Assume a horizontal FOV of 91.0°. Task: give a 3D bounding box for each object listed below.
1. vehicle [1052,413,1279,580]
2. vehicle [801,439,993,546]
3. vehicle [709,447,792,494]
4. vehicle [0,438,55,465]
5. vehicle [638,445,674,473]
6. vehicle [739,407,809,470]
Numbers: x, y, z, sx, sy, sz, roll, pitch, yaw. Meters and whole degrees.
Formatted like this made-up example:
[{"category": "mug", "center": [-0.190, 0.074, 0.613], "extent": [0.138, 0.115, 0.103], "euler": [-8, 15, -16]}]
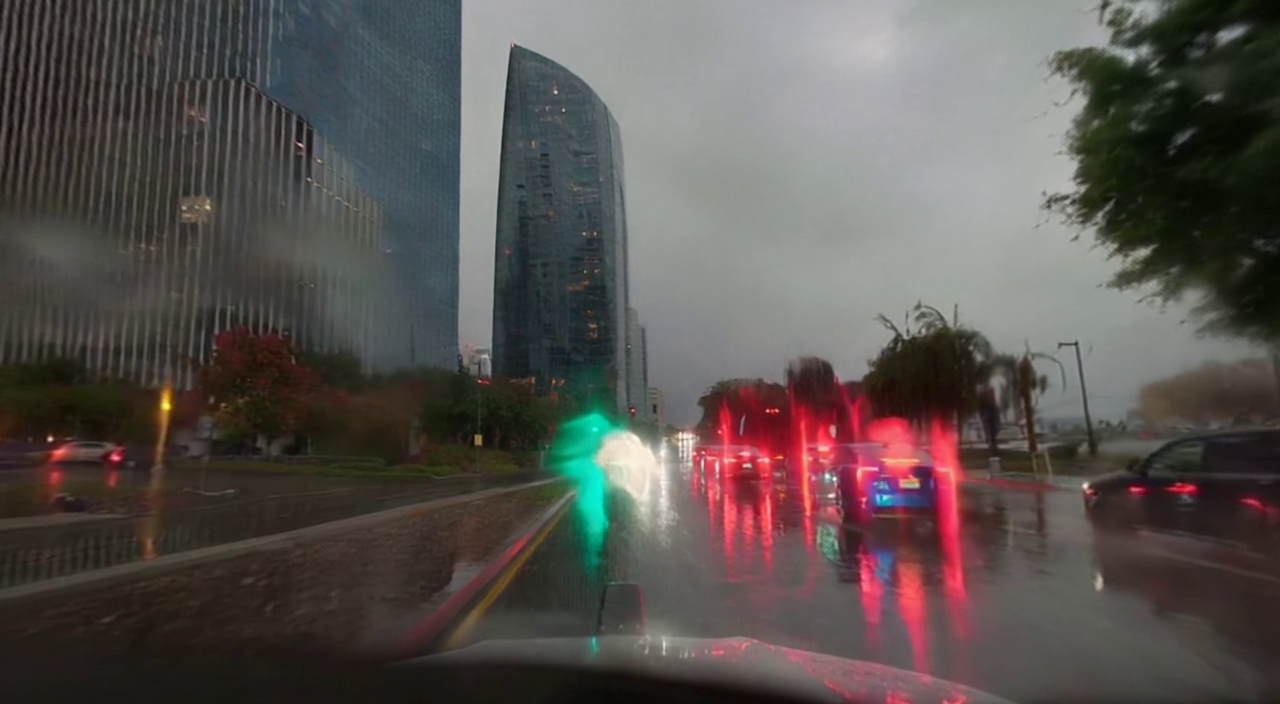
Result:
[{"category": "vehicle", "center": [7.775, 1.646, 7.462], "extent": [2.138, 1.738, 5.088], "euler": [1, -9, -3]}, {"category": "vehicle", "center": [4.588, 2.534, 12.209], "extent": [2.089, 1.609, 4.922], "euler": [-1, -9, 6]}, {"category": "vehicle", "center": [3.946, 4.278, 23.193], "extent": [2.183, 1.553, 3.923], "euler": [0, -9, -3]}, {"category": "vehicle", "center": [-45.179, 7.206, 45.087], "extent": [4.582, 1.636, 1.943], "euler": [-3, -5, -5]}, {"category": "vehicle", "center": [1.088, 6.839, 40.526], "extent": [2.121, 1.728, 4.161], "euler": [-1, -9, 4]}, {"category": "vehicle", "center": [8.819, 6.057, 43.381], "extent": [3.128, 3.616, 13.736], "euler": [-1, -9, 5]}]
